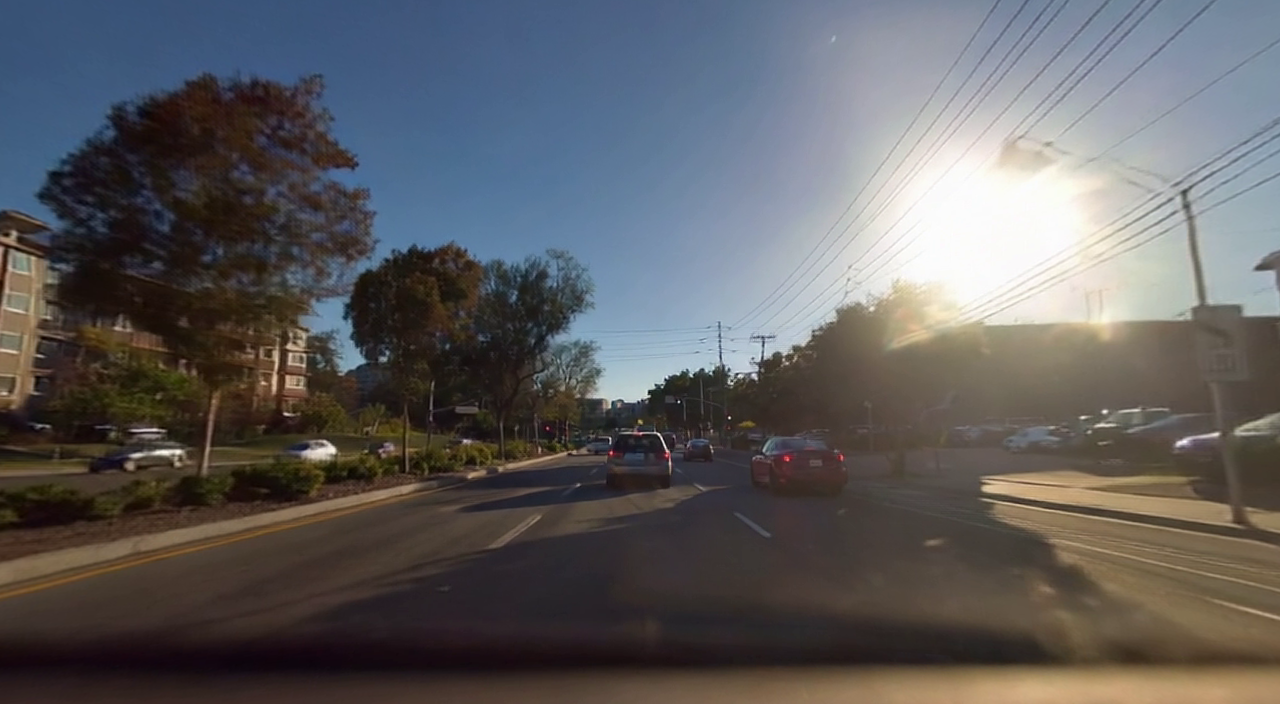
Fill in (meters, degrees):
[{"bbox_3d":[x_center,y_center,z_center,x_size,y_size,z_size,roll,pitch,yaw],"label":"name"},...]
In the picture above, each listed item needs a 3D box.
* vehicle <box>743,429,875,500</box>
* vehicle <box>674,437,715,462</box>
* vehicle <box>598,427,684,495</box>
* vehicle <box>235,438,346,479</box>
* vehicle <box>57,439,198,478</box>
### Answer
[{"bbox_3d":[4.069,2.782,16.075,2.086,1.534,4.351,0,-8,-1],"label":"vehicle"},{"bbox_3d":[3.368,6.157,39.924,2.054,1.461,4.321,0,-8,-2],"label":"vehicle"},{"bbox_3d":[-0.015,2.900,17.153,2.073,1.606,3.933,0,-8,-1],"label":"vehicle"},{"bbox_3d":[-13.837,4.210,25.375,2.031,1.490,4.284,0,-8,0],"label":"vehicle"},{"bbox_3d":[-21.610,4.483,26.947,2.026,1.496,4.680,0,-8,1],"label":"vehicle"}]
